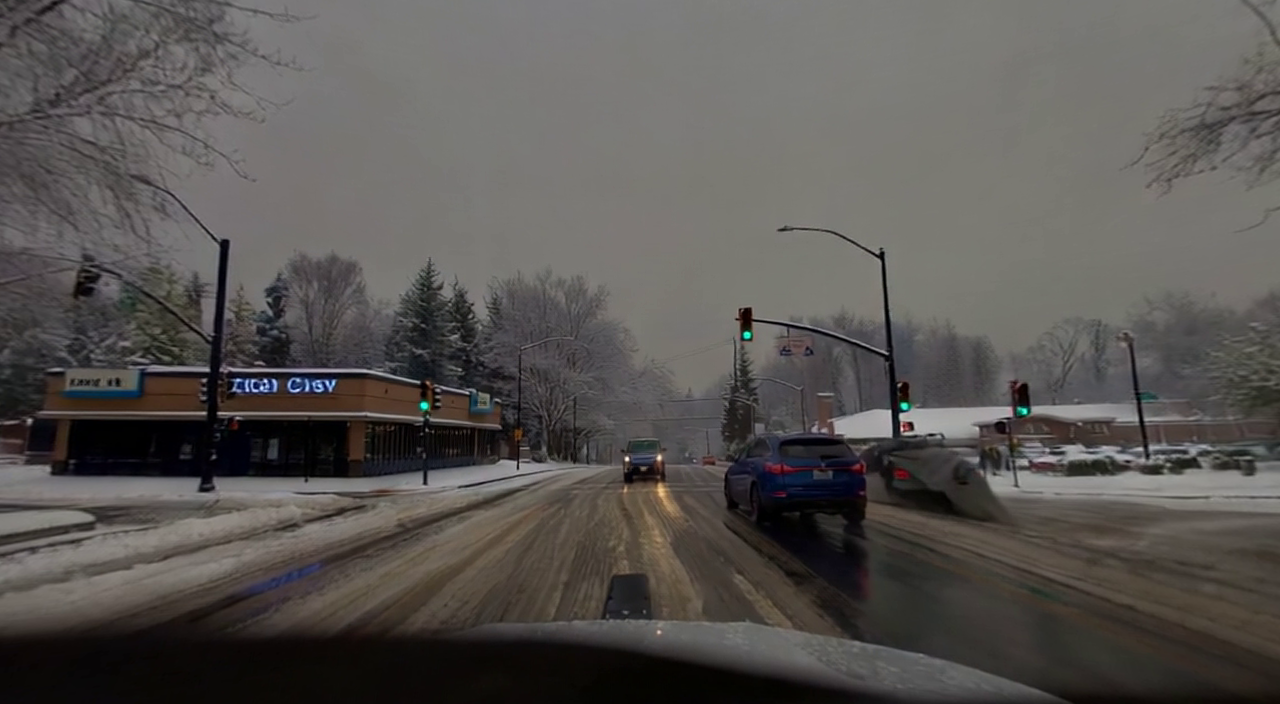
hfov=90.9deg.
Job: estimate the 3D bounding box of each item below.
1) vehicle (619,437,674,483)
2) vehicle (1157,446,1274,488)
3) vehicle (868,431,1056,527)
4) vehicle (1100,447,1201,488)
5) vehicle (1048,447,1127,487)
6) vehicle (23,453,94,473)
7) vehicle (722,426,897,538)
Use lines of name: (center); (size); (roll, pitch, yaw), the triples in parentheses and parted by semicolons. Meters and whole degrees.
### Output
vehicle: (0.226, 5.089, 30.102); (2.390, 1.948, 5.344); (0, -8, -1)
vehicle: (23.706, 4.709, 26.202); (2.134, 1.535, 4.289); (-4, -9, 22)
vehicle: (6.502, 2.564, 13.355); (1.792, 1.682, 4.089); (0, -8, 0)
vehicle: (21.176, 4.769, 26.366); (2.066, 1.488, 4.158); (-4, -9, 22)
vehicle: (18.865, 4.824, 26.728); (1.791, 1.520, 3.649); (-4, -9, 21)
vehicle: (-42.282, 8.058, 45.911); (3.391, 1.379, 1.562); (4, -9, -27)
vehicle: (2.974, 2.385, 12.327); (2.048, 1.725, 4.754); (0, -8, 0)
